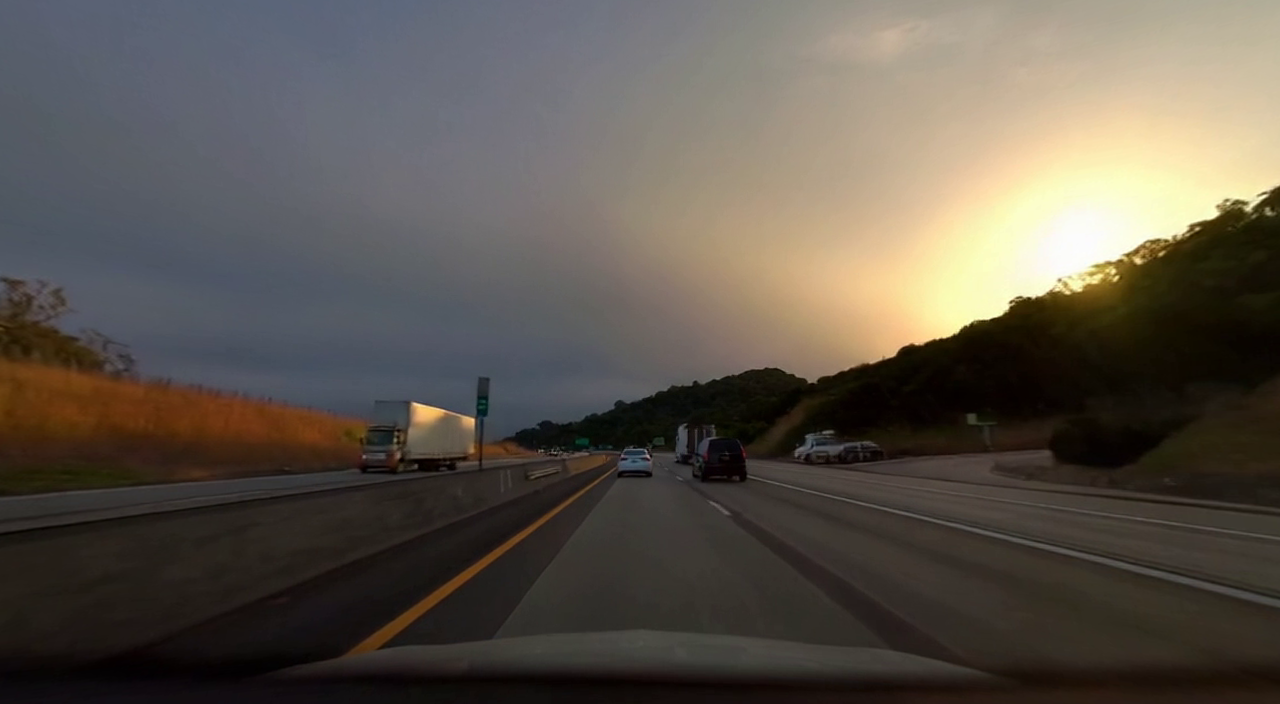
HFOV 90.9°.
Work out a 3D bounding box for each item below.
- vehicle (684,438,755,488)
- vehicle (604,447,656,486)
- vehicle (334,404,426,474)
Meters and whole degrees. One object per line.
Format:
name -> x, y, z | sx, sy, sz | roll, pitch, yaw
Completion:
vehicle -> 2.901, 4.173, 23.951 | 2.048, 1.704, 4.284 | 0, -9, -1
vehicle -> -0.402, 4.569, 25.442 | 1.970, 1.441, 3.846 | 0, -9, -1
vehicle -> -15.869, 5.412, 38.963 | 2.979, 3.999, 5.923 | 0, -9, 1
